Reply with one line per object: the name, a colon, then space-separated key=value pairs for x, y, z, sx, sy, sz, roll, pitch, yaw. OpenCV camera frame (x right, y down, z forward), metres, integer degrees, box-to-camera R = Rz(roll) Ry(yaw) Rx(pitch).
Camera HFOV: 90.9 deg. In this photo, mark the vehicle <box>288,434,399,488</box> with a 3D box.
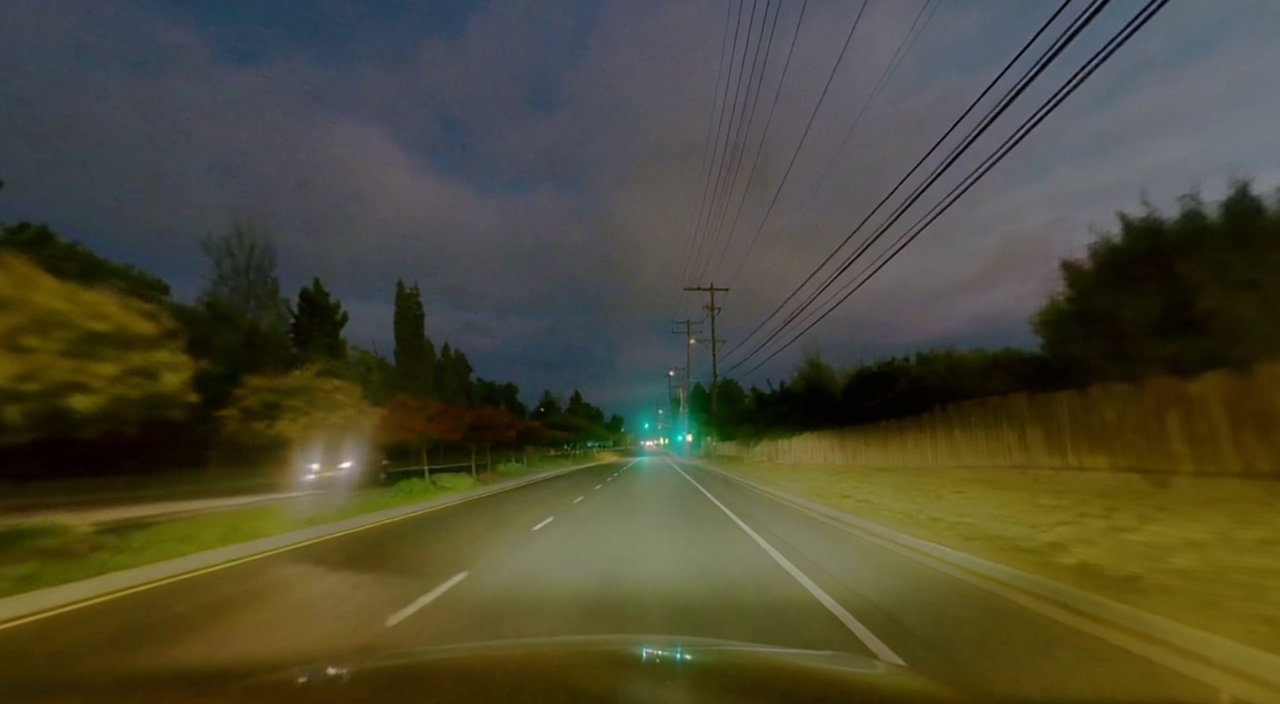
vehicle: x=-11.000 y=4.054 z=23.790 sx=2.044 sy=1.815 sz=4.244 roll=0 pitch=-8 yaw=1
